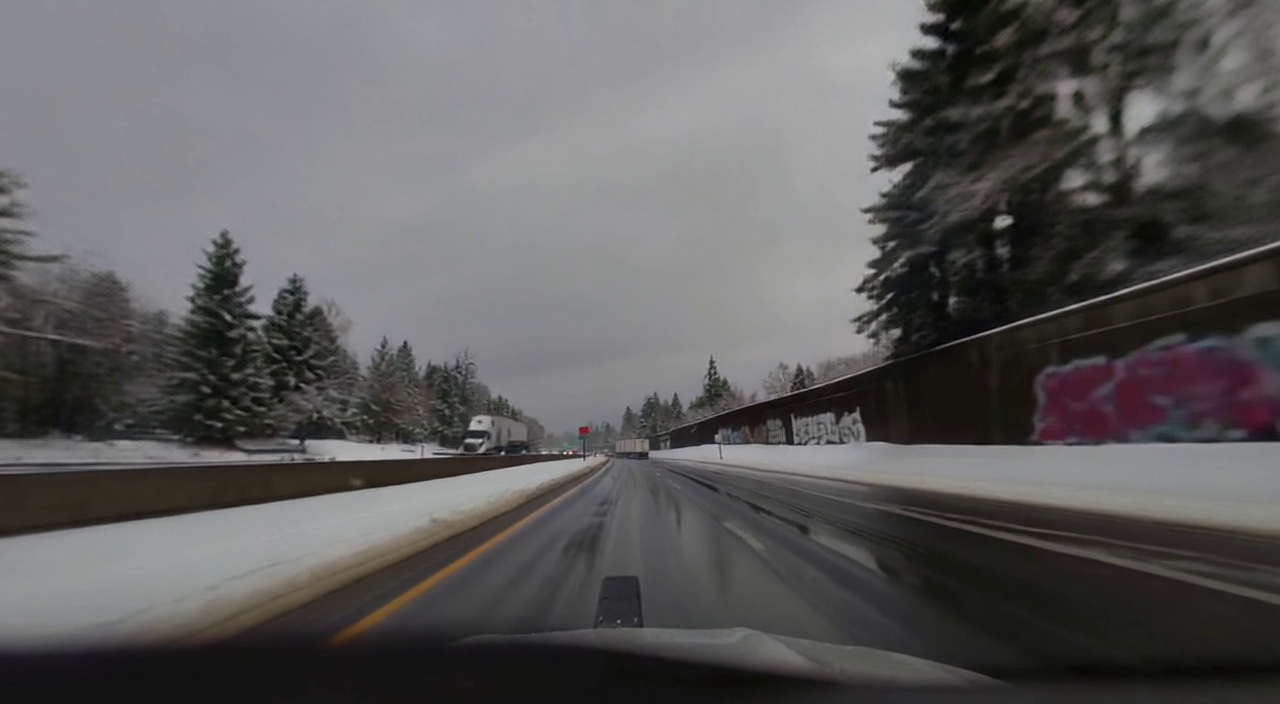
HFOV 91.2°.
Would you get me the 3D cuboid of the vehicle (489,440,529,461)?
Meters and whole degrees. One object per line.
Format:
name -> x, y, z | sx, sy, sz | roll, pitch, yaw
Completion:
vehicle -> -10.013, 7.598, 48.419 | 2.121, 1.540, 4.733 | 0, -9, -1
